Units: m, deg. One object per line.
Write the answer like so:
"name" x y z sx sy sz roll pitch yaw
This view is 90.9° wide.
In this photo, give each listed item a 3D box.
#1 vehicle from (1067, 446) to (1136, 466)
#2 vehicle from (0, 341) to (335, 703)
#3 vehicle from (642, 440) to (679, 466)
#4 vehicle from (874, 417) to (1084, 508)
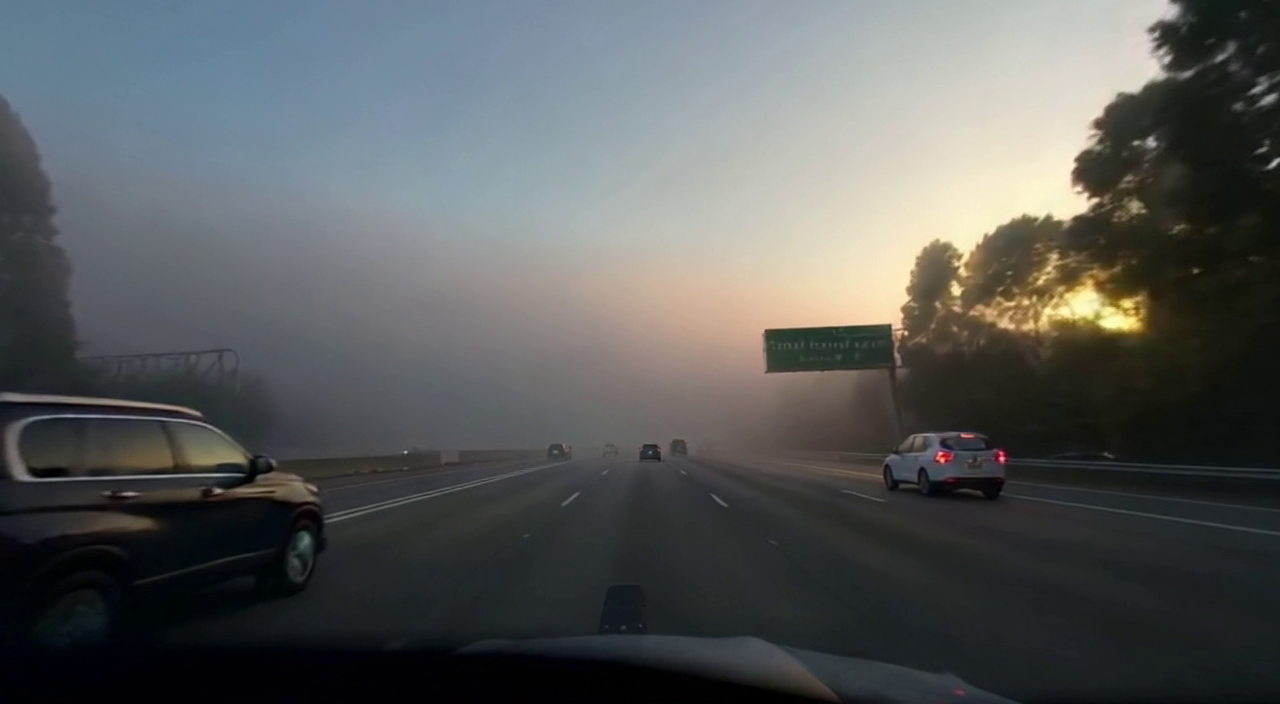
"vehicle" 36.261 8.165 49.729 1.979 1.497 4.540 0 -8 0
"vehicle" -4.046 0.929 3.593 2.118 1.750 4.875 0 -8 1
"vehicle" 1.189 6.162 38.667 2.050 1.452 3.917 0 -8 -1
"vehicle" 7.589 2.538 14.908 2.123 1.756 4.959 0 -8 -1
